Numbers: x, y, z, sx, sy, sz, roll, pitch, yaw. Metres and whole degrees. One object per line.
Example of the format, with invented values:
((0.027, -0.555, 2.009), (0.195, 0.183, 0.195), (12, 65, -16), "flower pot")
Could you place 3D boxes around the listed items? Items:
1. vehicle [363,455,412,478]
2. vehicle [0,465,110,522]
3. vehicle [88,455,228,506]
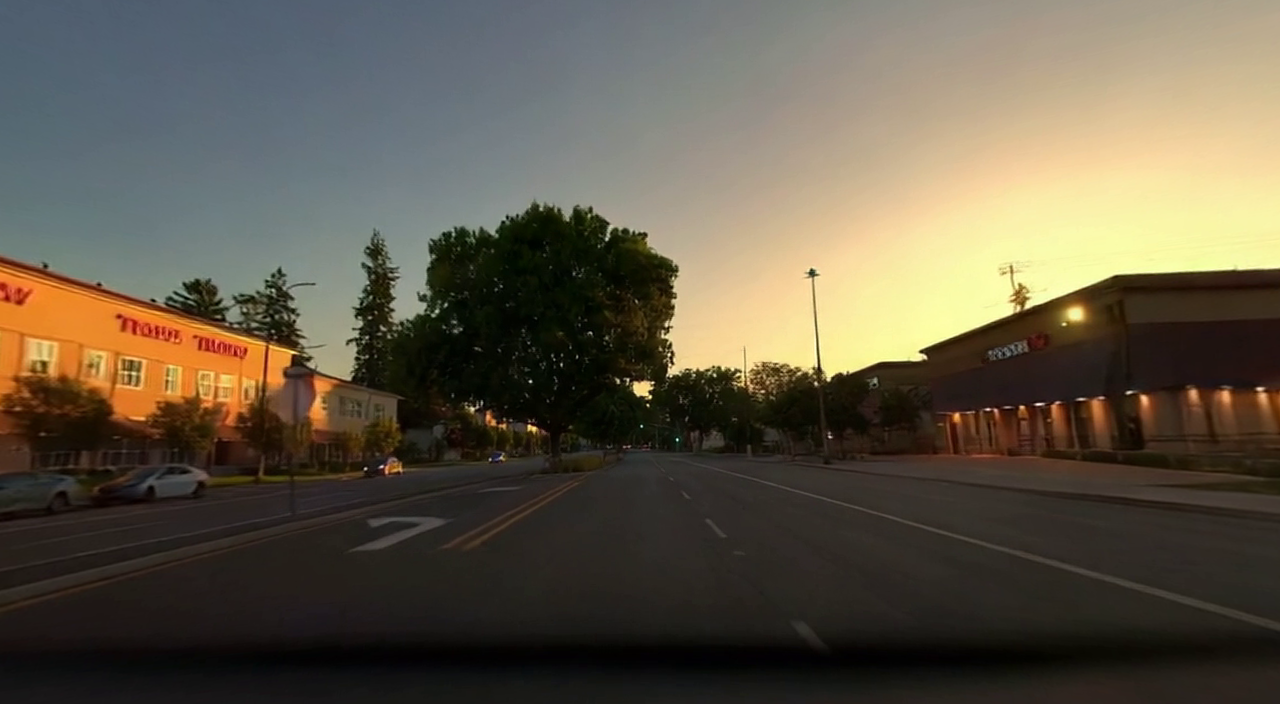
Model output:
((-19.452, 8.798, 48.863), (1.943, 1.638, 4.415), (0, -9, 0), "vehicle")
((-19.039, 4.242, 19.087), (1.925, 1.485, 4.821), (0, -9, -2), "vehicle")
((-19.135, 5.064, 25.426), (1.976, 1.766, 4.677), (0, -9, -1), "vehicle")
